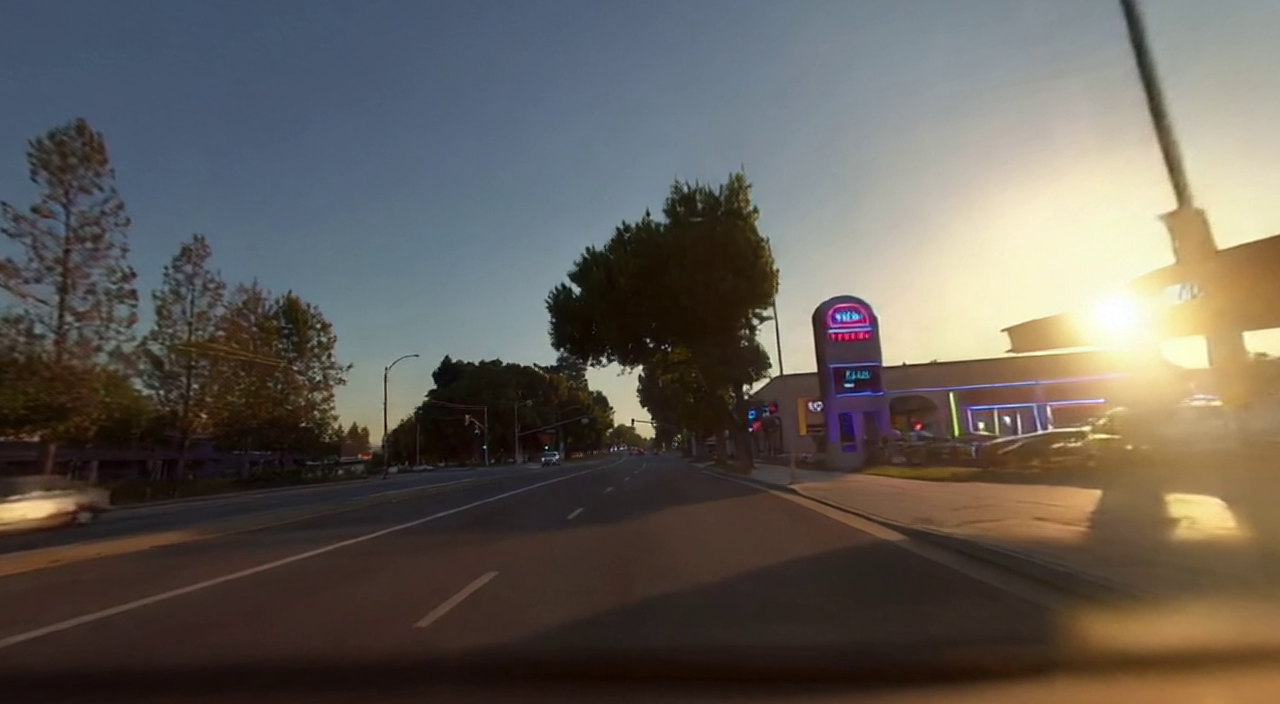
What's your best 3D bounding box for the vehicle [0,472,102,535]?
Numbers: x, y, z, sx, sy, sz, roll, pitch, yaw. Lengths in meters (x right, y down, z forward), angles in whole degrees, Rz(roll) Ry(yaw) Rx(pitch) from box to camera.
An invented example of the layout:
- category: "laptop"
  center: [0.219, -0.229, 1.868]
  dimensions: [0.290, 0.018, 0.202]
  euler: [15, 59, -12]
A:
- category: "vehicle"
  center: [-17.119, 3.984, 16.542]
  dimensions: [1.834, 1.469, 4.496]
  euler: [0, -9, 2]
